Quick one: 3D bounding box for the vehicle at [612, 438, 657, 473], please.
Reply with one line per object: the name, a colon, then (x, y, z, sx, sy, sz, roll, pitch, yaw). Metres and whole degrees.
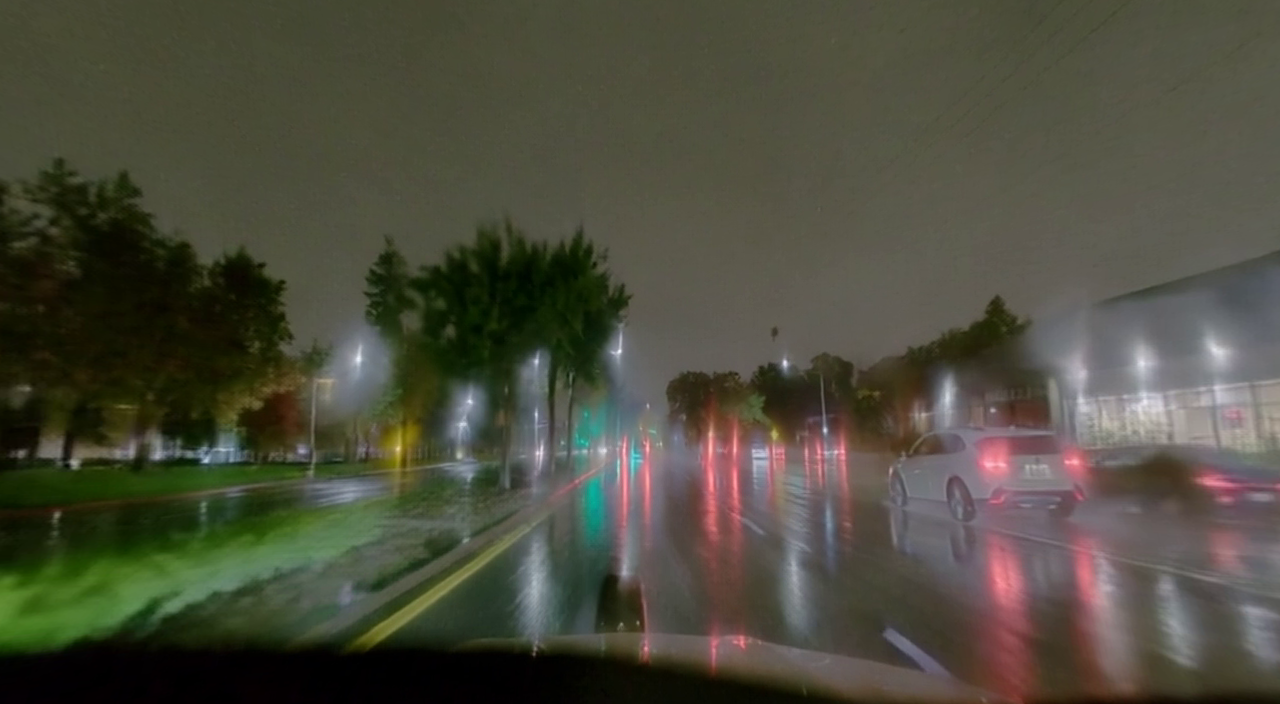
vehicle: (-0.249, 4.982, 30.480, 2.037, 1.568, 3.693, 0, -8, 0)

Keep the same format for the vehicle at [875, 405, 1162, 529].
vehicle: (7.007, 2.218, 12.795, 2.240, 1.923, 5.678, 0, -8, 0)

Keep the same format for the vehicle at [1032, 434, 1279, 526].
vehicle: (10.454, 2.469, 12.899, 1.811, 1.505, 4.646, 0, -8, -2)

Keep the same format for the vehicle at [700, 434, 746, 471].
vehicle: (4.440, 5.417, 34.310, 1.955, 1.845, 4.538, 0, -8, 1)
